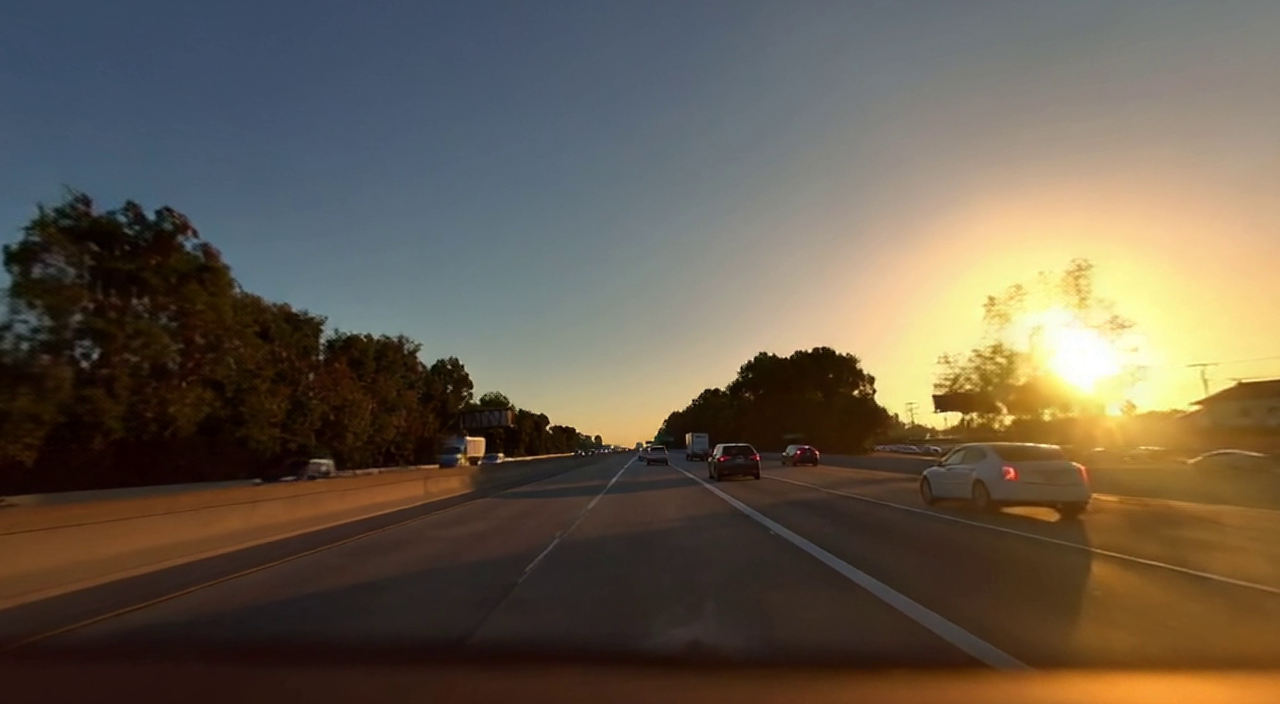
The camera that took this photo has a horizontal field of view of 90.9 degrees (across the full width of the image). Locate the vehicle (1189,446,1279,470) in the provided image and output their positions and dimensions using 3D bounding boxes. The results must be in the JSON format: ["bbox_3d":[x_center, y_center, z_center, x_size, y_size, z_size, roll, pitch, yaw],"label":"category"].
[{"bbox_3d":[40.020,7.115,42.447,1.758,1.453,4.391,3,-8,-8],"label":"vehicle"}]

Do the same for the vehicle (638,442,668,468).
[{"bbox_3d":[0.953,7.855,48.338,2.145,1.832,4.004,-1,-8,0],"label":"vehicle"}]

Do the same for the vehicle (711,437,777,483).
[{"bbox_3d":[4.536,4.776,28.289,2.075,1.845,4.667,0,-8,-1],"label":"vehicle"}]

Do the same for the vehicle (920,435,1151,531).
[{"bbox_3d":[7.532,2.496,12.668,1.807,1.558,4.352,-1,-8,0],"label":"vehicle"}]

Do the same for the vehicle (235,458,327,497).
[{"bbox_3d":[-17.034,5.943,30.210,1.792,1.622,4.317,-1,-8,1],"label":"vehicle"}]

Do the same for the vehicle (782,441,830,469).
[{"bbox_3d":[11.493,7.136,43.972,2.028,1.801,4.503,0,-8,-1],"label":"vehicle"}]
